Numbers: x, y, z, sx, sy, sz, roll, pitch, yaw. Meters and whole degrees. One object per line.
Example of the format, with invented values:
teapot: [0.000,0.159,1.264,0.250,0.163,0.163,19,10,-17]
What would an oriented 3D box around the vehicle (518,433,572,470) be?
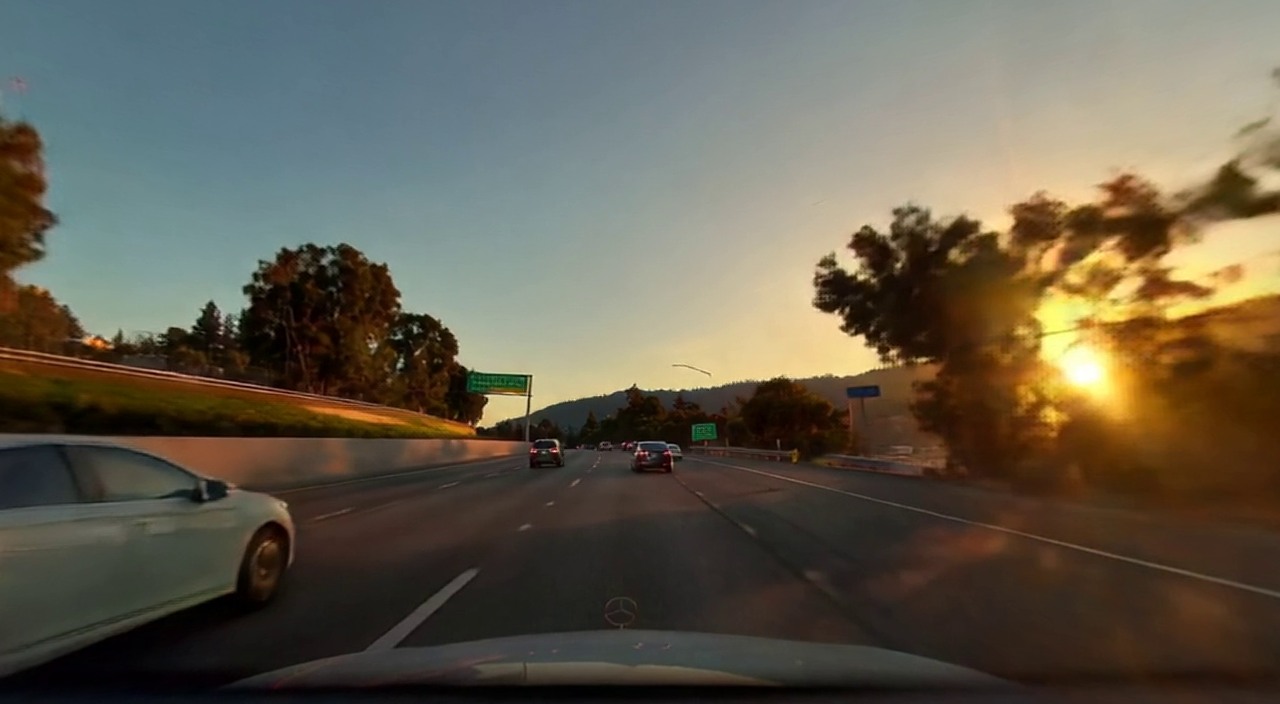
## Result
vehicle: [-4.803,5.125,32.558,2.244,1.755,4.417,0,-9,-2]

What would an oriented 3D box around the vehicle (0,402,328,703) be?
vehicle: [-3.855,1.029,3.149,2.049,1.482,4.981,0,-9,0]

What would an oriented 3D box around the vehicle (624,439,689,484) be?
vehicle: [0.485,3.914,22.849,1.947,1.437,4.345,0,-9,-4]
